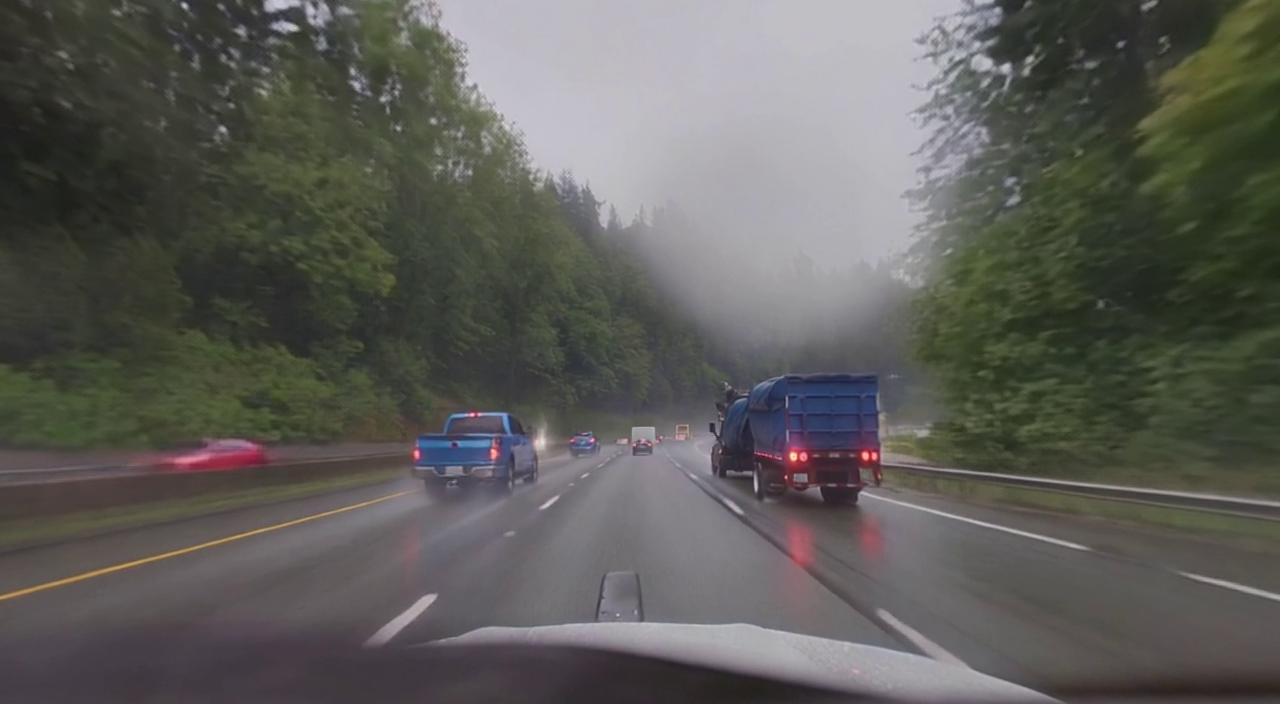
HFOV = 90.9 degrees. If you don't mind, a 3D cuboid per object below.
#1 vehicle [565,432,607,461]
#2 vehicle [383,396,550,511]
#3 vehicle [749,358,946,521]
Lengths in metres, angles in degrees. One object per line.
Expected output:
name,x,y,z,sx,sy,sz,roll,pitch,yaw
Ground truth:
vehicle,-3.048,5.423,36.413,2.008,1.588,4.147,0,-8,1
vehicle,-3.355,2.080,13.362,2.204,1.991,4.720,0,-8,-1
vehicle,3.630,1.647,12.041,2.256,2.568,4.049,0,-8,-1
